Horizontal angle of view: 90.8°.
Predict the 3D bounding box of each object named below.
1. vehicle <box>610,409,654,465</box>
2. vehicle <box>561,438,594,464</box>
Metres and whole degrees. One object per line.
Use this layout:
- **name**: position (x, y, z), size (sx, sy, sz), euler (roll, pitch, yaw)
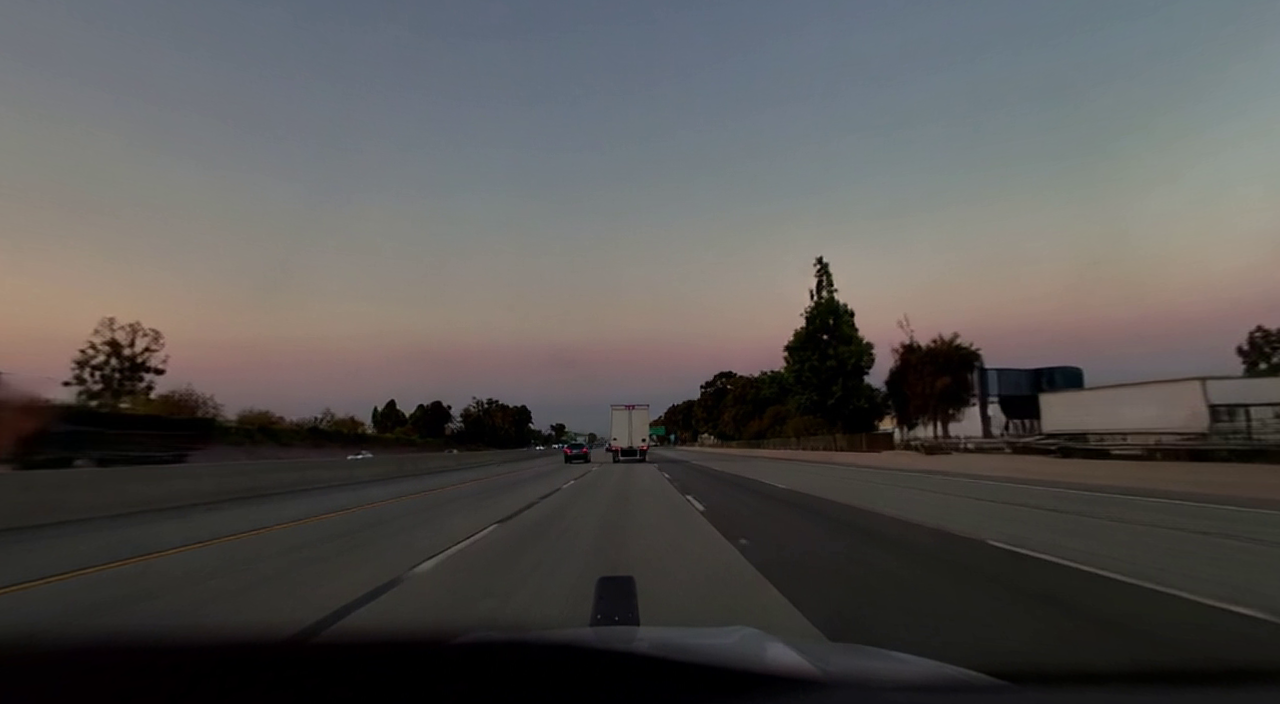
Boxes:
- **vehicle**: position (-0.485, 6.602, 48.604), size (3.000, 3.786, 11.740), euler (0, -8, 0)
- **vehicle**: position (-4.786, 7.697, 49.162), size (2.095, 1.930, 4.680), euler (0, -8, 0)
